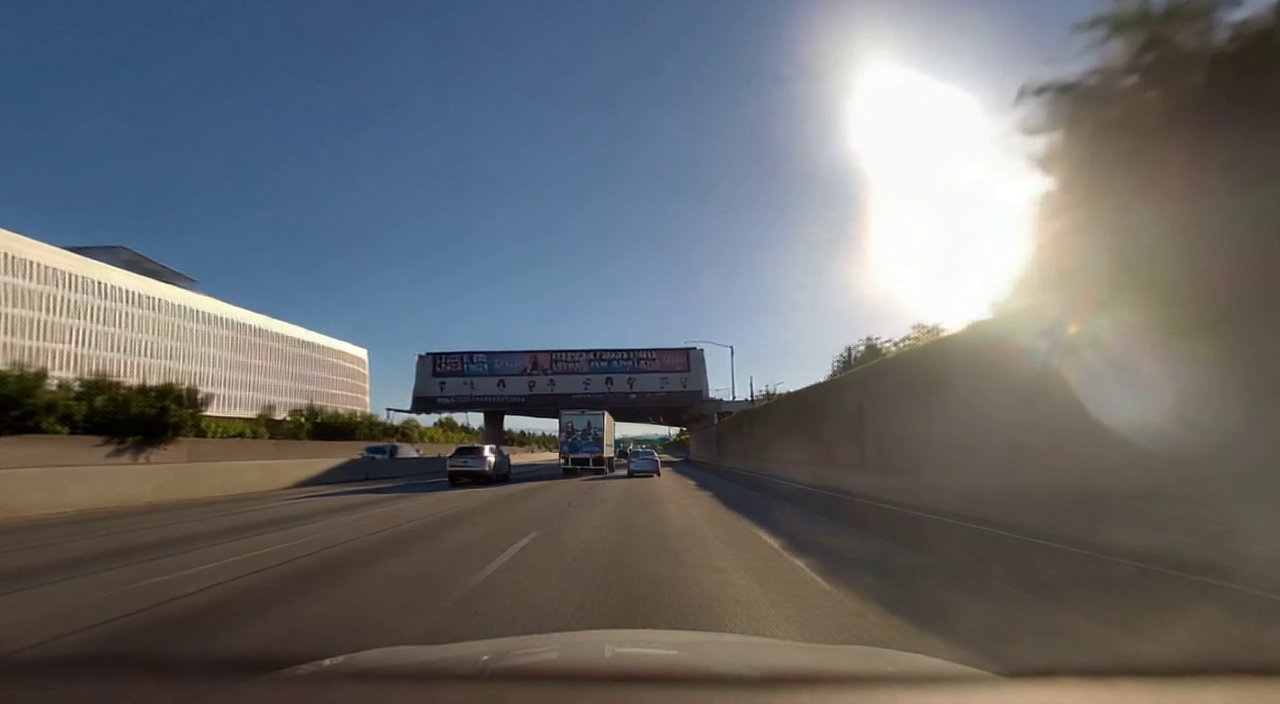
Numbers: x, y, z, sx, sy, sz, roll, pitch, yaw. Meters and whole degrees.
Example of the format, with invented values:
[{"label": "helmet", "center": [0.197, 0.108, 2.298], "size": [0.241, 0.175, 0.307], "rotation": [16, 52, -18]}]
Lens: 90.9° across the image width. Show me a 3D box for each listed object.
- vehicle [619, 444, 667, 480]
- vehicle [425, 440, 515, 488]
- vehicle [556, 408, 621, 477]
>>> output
[{"label": "vehicle", "center": [0.167, 5.228, 30.217], "size": [2.168, 1.597, 3.615], "rotation": [0, -9, 1]}, {"label": "vehicle", "center": [-6.408, 4.287, 24.383], "size": [2.124, 1.674, 4.541], "rotation": [0, -9, 1]}, {"label": "vehicle", "center": [-2.729, 5.258, 36.332], "size": [2.794, 3.460, 8.595], "rotation": [0, -9, 2]}]
